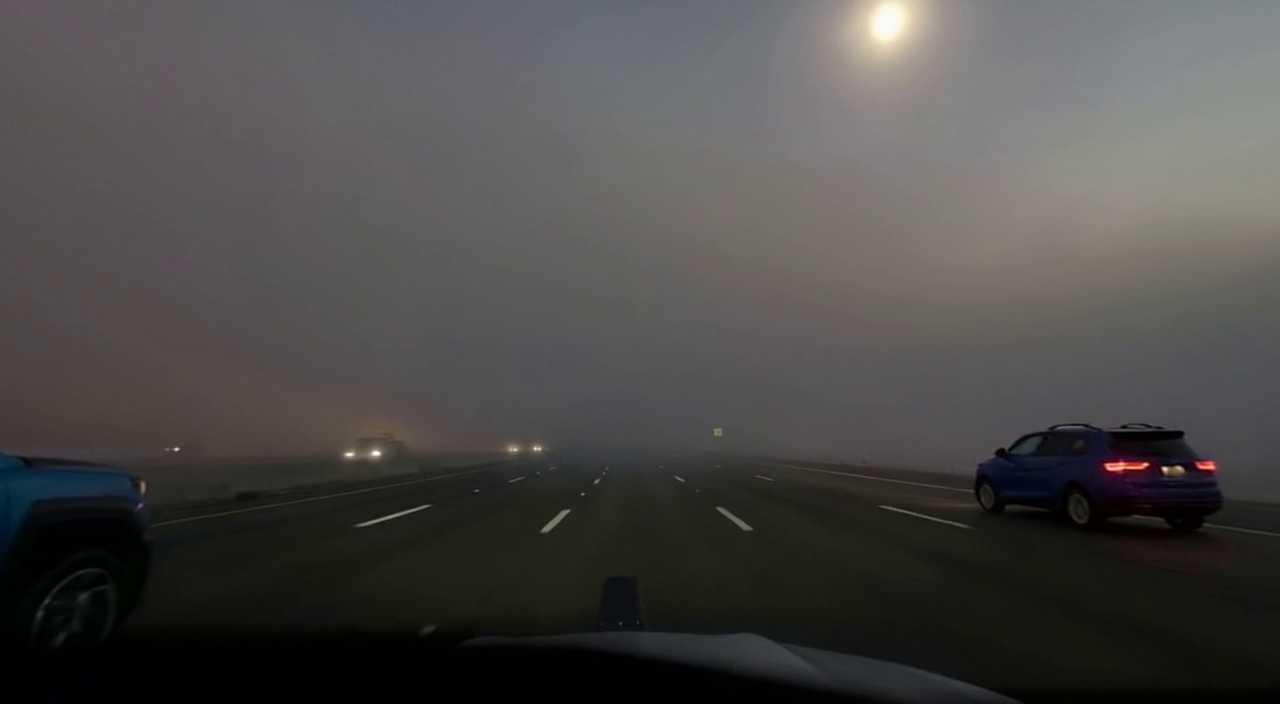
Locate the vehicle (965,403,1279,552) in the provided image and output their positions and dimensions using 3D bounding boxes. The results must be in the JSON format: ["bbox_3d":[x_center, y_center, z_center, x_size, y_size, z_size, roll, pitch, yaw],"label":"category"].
[{"bbox_3d":[7.192,1.781,9.563,2.091,1.711,4.383,0,-9,-1],"label":"vehicle"}]

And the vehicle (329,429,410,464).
[{"bbox_3d":[-15.861,5.597,37.300,2.283,1.920,5.625,0,-9,0],"label":"vehicle"}]

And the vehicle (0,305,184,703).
[{"bbox_3d":[-3.915,0.528,1.462,2.164,1.840,4.688,0,-9,0],"label":"vehicle"}]
